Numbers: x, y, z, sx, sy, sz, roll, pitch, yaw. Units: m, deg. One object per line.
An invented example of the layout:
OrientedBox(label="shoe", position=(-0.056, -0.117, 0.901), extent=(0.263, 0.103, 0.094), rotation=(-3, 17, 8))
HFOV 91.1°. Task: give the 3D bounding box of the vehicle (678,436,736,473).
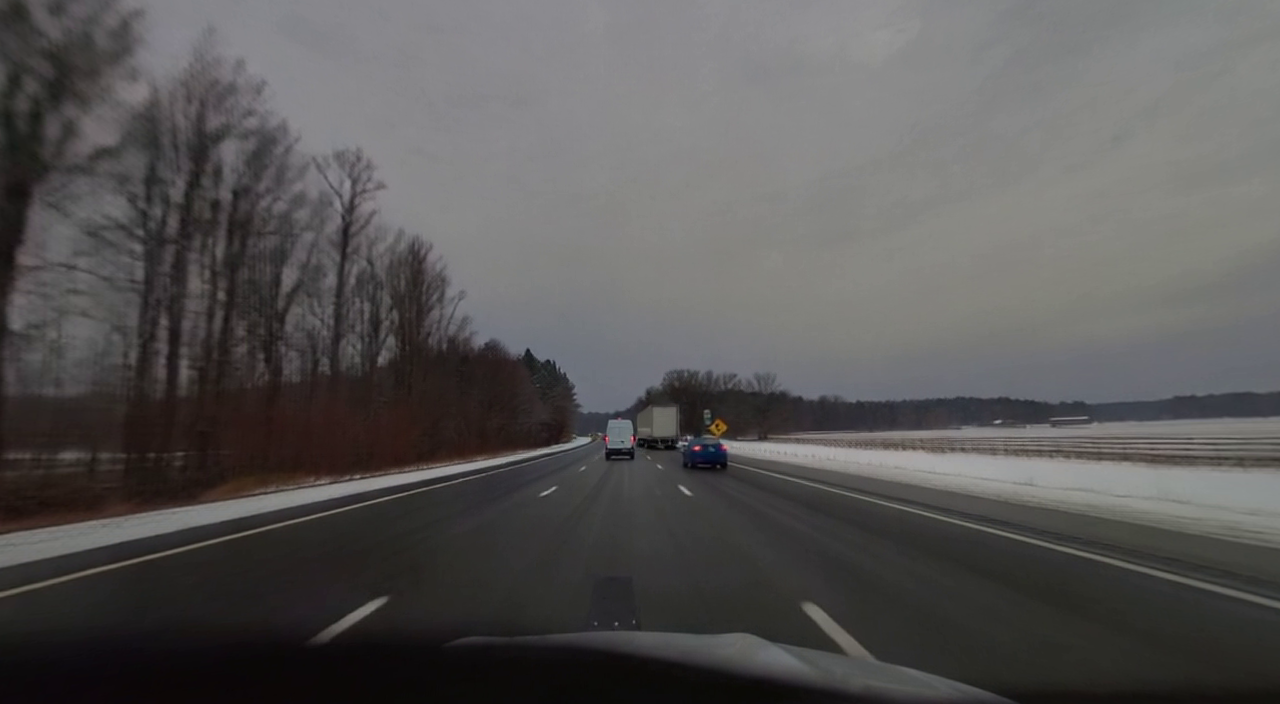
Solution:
OrientedBox(label="vehicle", position=(2.878, 4.513, 27.973), extent=(1.962, 1.508, 4.363), rotation=(0, -8, -2))

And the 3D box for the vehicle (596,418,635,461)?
OrientedBox(label="vehicle", position=(-1.536, 5.721, 41.156), extent=(2.389, 2.637, 5.437), rotation=(0, -8, -1))
